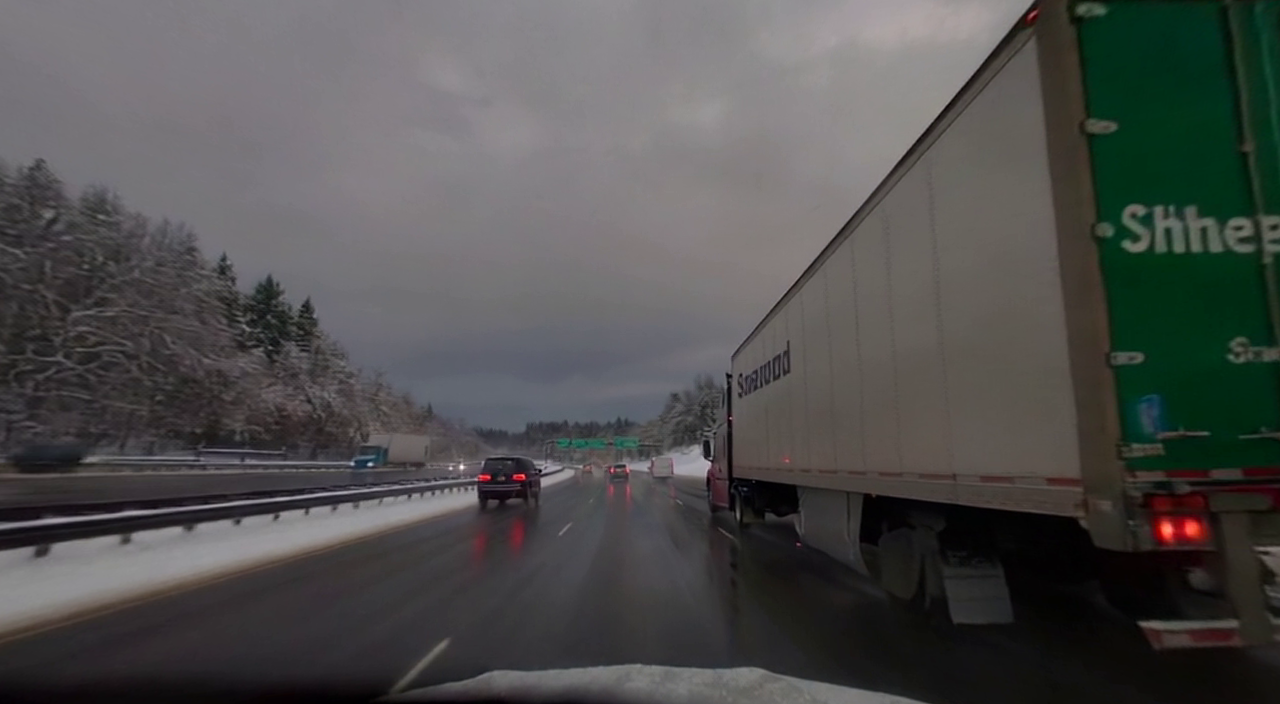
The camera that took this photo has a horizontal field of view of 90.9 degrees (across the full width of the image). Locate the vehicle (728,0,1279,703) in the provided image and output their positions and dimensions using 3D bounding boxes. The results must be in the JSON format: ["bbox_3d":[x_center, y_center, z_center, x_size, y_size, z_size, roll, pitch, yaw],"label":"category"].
[{"bbox_3d":[4.098,1.072,10.337,2.992,4.300,13.967,1,-10,-1],"label":"vehicle"}]

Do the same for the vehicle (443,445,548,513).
[{"bbox_3d":[-4.208,3.825,19.214,2.070,1.775,4.646,1,-10,0],"label":"vehicle"}]
